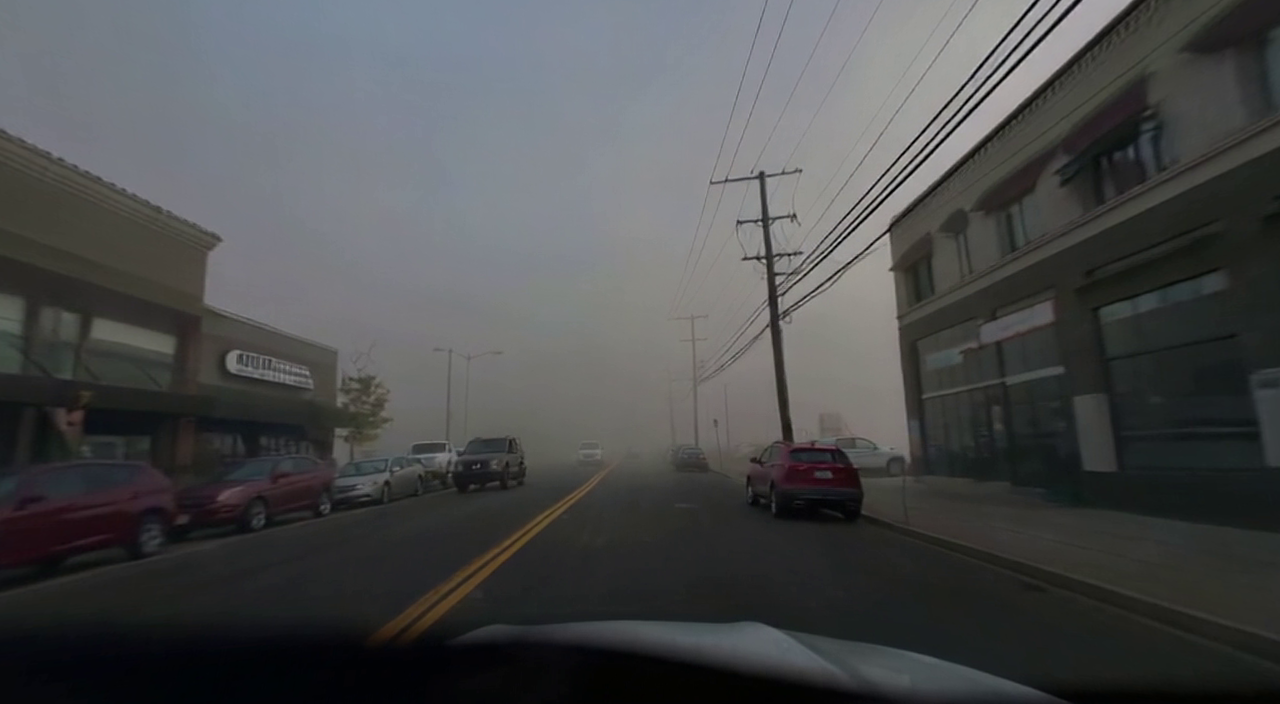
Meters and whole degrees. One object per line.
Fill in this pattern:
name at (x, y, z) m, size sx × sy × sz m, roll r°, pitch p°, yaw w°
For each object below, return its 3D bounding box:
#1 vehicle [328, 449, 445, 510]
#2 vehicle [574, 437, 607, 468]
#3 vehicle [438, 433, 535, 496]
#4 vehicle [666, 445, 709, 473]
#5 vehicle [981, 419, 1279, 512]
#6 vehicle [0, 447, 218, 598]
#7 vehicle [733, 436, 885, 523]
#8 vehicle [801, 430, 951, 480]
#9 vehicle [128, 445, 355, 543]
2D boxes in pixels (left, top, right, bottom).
vehicle at (-8.368, 4.212, 21.412) m, size 1.791 × 1.622 × 5.056 m, roll -3°, pitch -8°, yaw 2°
vehicle at (-3.392, 6.980, 43.890) m, size 2.115 × 2.065 × 4.452 m, roll 0°, pitch -9°, yaw -2°
vehicle at (-5.272, 3.934, 22.345) m, size 2.152 × 1.918 × 4.217 m, roll -3°, pitch -9°, yaw 4°
vehicle at (2.951, 6.454, 38.324) m, size 2.261 × 1.503 × 4.695 m, roll -2°, pitch -8°, yaw 8°
vehicle at (9.805, 2.199, 12.428) m, size 5.084 × 1.641 × 1.848 m, roll 0°, pitch -9°, yaw -2°
vehicle at (-8.465, 2.173, 8.570) m, size 2.113 × 1.665 × 5.062 m, roll 0°, pitch -8°, yaw -2°
vehicle at (3.533, 2.784, 14.359) m, size 2.136 × 1.586 × 4.919 m, roll 0°, pitch -9°, yaw 1°
vehicle at (10.295, 4.561, 27.993) m, size 5.684 × 2.112 × 2.321 m, roll 0°, pitch -9°, yaw 3°
vehicle at (-8.745, 3.085, 14.582) m, size 2.009 × 1.684 × 5.009 m, roll -2°, pitch -8°, yaw 0°
